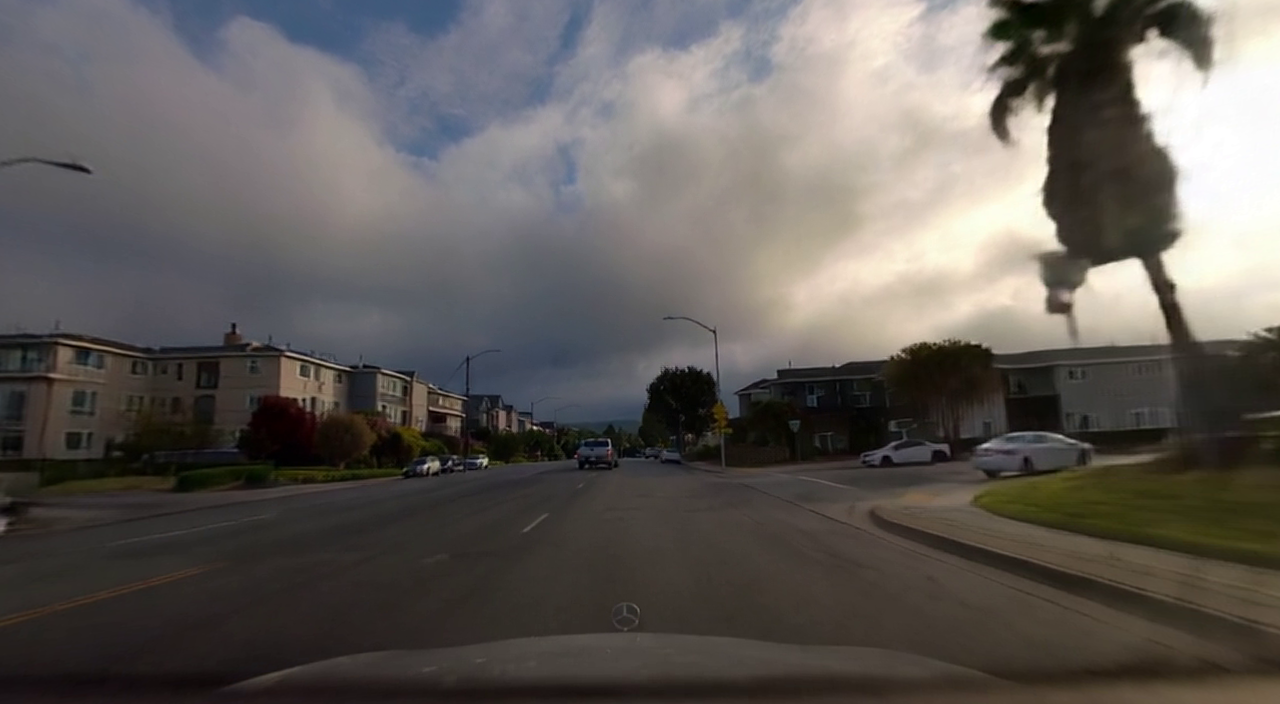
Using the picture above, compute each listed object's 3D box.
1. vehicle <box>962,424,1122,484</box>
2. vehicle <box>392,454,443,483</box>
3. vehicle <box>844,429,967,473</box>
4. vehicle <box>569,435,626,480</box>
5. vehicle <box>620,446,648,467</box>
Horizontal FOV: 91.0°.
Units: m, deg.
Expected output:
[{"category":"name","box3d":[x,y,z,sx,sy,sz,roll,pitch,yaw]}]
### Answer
[{"category":"vehicle","box3d":[12.495,3.183,19.745,3.778,1.744,1.804,1,-9,-5]},{"category":"vehicle","box3d":[-14.431,7.538,41.023,1.884,1.451,4.435,-4,-7,-3]},{"category":"vehicle","box3d":[12.543,4.696,29.993,4.873,1.624,1.924,-4,-9,-2]},{"category":"vehicle","box3d":[-1.755,4.636,27.916,1.994,1.810,5.057,0,-9,2]},{"category":"vehicle","box3d":[-0.441,8.055,48.642,2.077,1.504,3.992,0,-9,-1]}]
